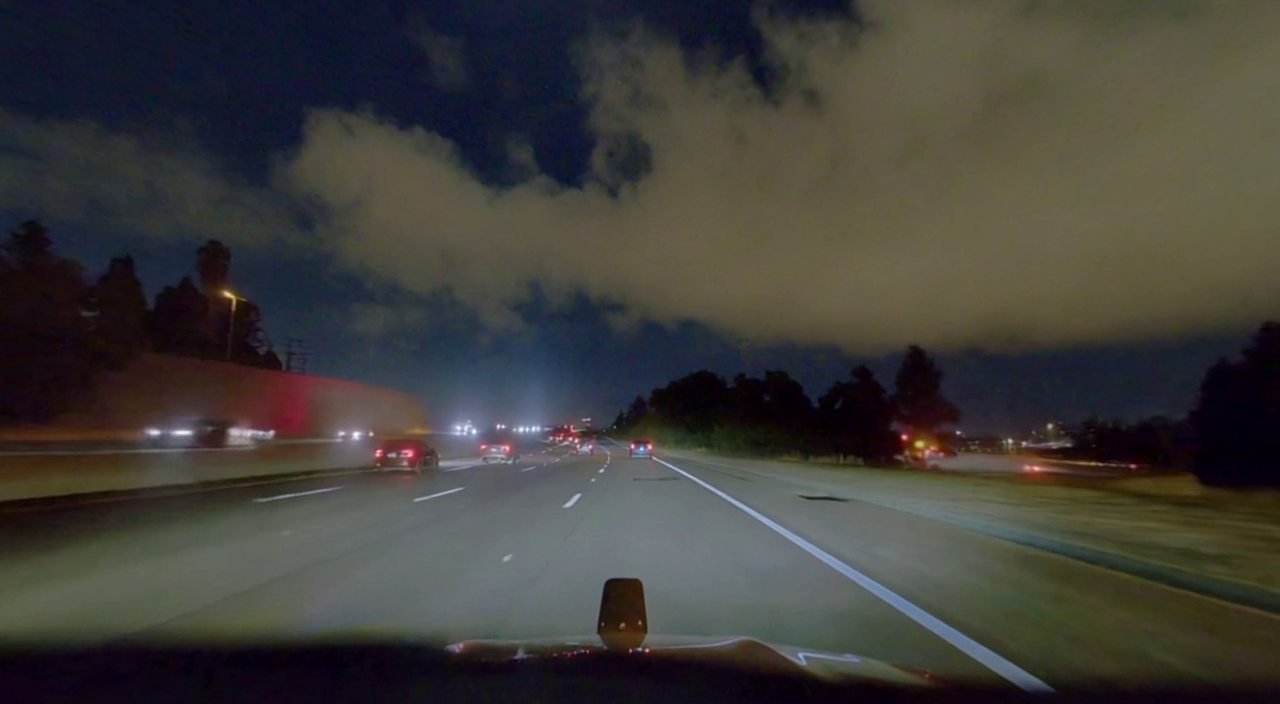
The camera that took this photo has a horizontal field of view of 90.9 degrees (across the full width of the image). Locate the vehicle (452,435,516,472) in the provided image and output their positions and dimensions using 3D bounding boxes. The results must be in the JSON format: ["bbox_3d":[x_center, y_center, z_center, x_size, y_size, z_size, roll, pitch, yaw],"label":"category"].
[{"bbox_3d":[-7.513,4.930,30.829,2.086,1.628,4.039,0,-8,0],"label":"vehicle"}]

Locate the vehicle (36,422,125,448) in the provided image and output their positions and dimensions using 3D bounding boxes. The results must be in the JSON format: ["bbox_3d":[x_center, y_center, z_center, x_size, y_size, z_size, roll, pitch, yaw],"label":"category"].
[{"bbox_3d":[-33.295,5.004,37.669,1.693,1.451,3.903,0,-8,1],"label":"vehicle"}]

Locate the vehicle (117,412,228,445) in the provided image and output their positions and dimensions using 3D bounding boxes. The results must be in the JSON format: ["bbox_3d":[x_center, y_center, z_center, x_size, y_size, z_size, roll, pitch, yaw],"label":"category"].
[{"bbox_3d":[-26.095,4.369,35.504,2.062,1.706,5.477,0,-8,0],"label":"vehicle"}]

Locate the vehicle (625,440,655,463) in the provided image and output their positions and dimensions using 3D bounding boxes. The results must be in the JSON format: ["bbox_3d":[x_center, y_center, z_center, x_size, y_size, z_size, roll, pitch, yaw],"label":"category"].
[{"bbox_3d":[-0.013,6.537,41.541,1.881,1.460,3.694,0,-8,-1],"label":"vehicle"}]

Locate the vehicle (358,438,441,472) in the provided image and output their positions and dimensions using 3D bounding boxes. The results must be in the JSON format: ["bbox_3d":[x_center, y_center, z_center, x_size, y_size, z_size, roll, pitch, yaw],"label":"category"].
[{"bbox_3d":[-11.172,4.805,29.689,1.935,1.474,5.033,0,-8,0],"label":"vehicle"}]
